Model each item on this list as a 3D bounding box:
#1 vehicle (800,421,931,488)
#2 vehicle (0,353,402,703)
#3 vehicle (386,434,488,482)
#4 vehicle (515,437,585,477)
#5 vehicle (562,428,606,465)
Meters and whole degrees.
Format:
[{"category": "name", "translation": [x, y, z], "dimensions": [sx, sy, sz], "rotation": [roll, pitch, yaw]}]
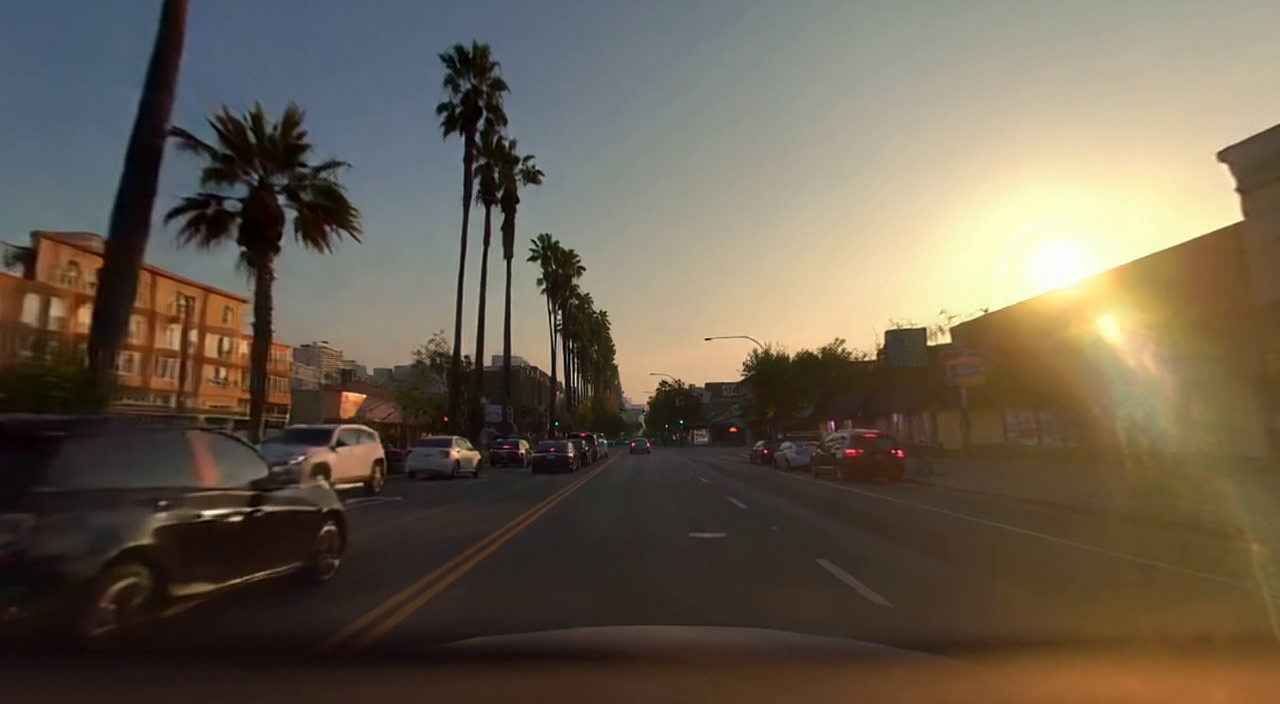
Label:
[{"category": "vehicle", "translation": [7.377, 3.454, 21.487], "dimensions": [2.256, 1.936, 5.838], "rotation": [0, -9, 0]}, {"category": "vehicle", "translation": [-3.618, 1.125, 4.699], "dimensions": [2.024, 1.636, 4.121], "rotation": [0, -9, 1]}, {"category": "vehicle", "translation": [-6.962, 3.679, 22.179], "dimensions": [2.071, 1.501, 4.339], "rotation": [0, -9, 1]}, {"category": "vehicle", "translation": [-3.496, 4.197, 25.474], "dimensions": [2.044, 1.462, 4.624], "rotation": [0, -9, 1]}, {"category": "vehicle", "translation": [-3.246, 5.589, 37.334], "dimensions": [2.158, 2.040, 4.511], "rotation": [0, -9, 0]}]
